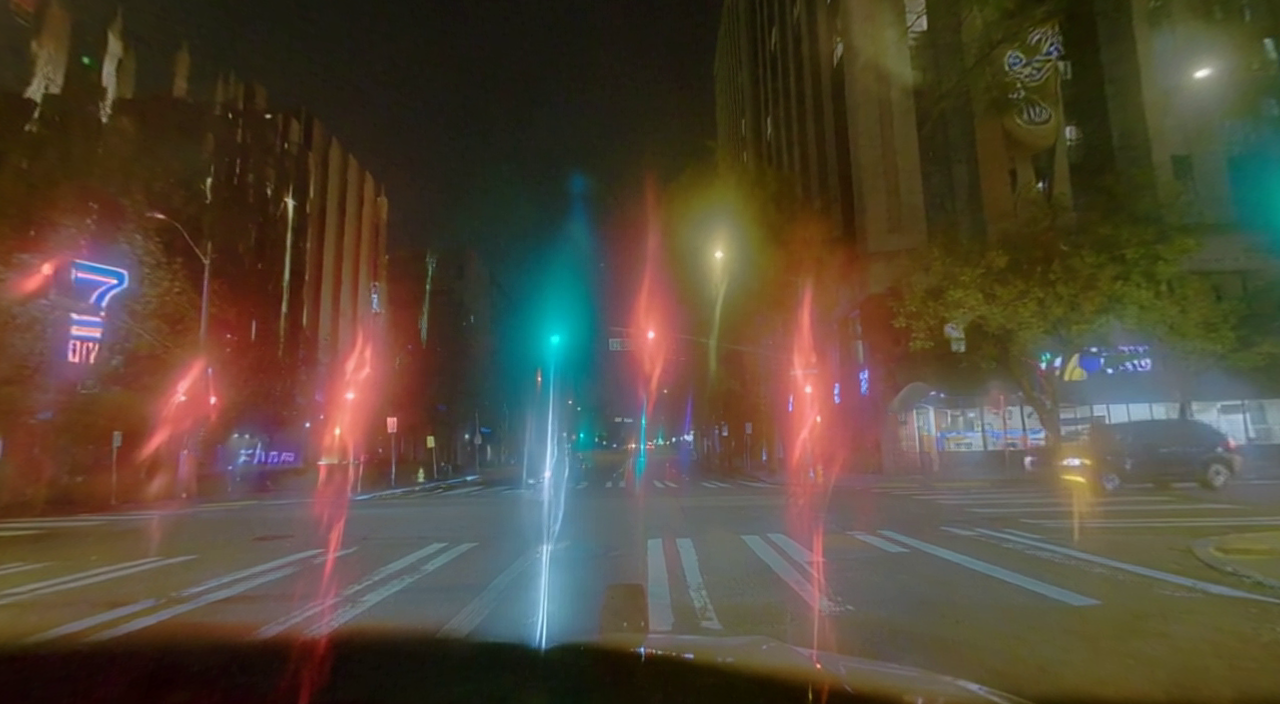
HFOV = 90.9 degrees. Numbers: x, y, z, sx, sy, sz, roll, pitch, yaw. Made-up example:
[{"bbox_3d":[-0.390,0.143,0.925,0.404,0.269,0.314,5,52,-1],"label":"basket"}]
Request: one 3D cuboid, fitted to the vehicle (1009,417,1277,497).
[{"bbox_3d":[12.159,2.562,15.518,4.836,1.795,1.957,0,-8,0],"label":"vehicle"}]
